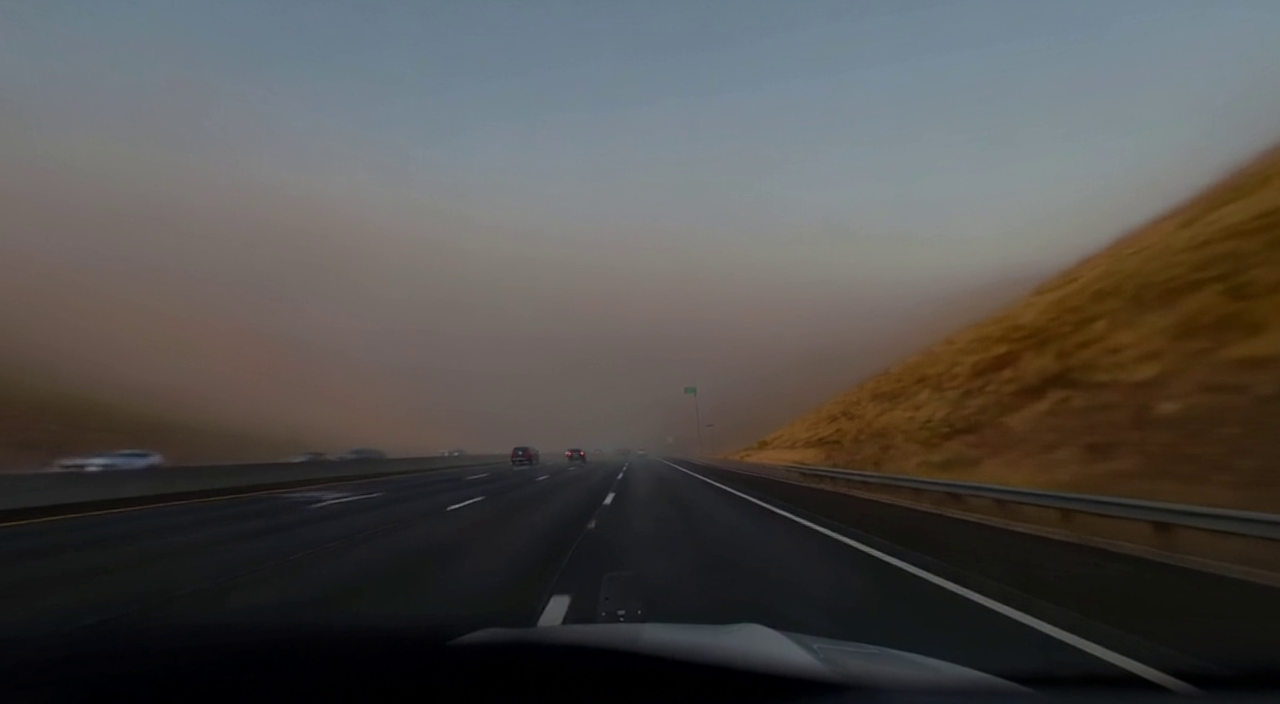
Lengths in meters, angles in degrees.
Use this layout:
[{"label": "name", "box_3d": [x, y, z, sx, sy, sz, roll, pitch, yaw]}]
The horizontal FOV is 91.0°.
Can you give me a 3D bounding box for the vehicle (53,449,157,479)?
[{"label": "vehicle", "box_3d": [-31.677, 6.603, 37.535, 1.976, 1.626, 4.919, 0, -9, -2]}]
